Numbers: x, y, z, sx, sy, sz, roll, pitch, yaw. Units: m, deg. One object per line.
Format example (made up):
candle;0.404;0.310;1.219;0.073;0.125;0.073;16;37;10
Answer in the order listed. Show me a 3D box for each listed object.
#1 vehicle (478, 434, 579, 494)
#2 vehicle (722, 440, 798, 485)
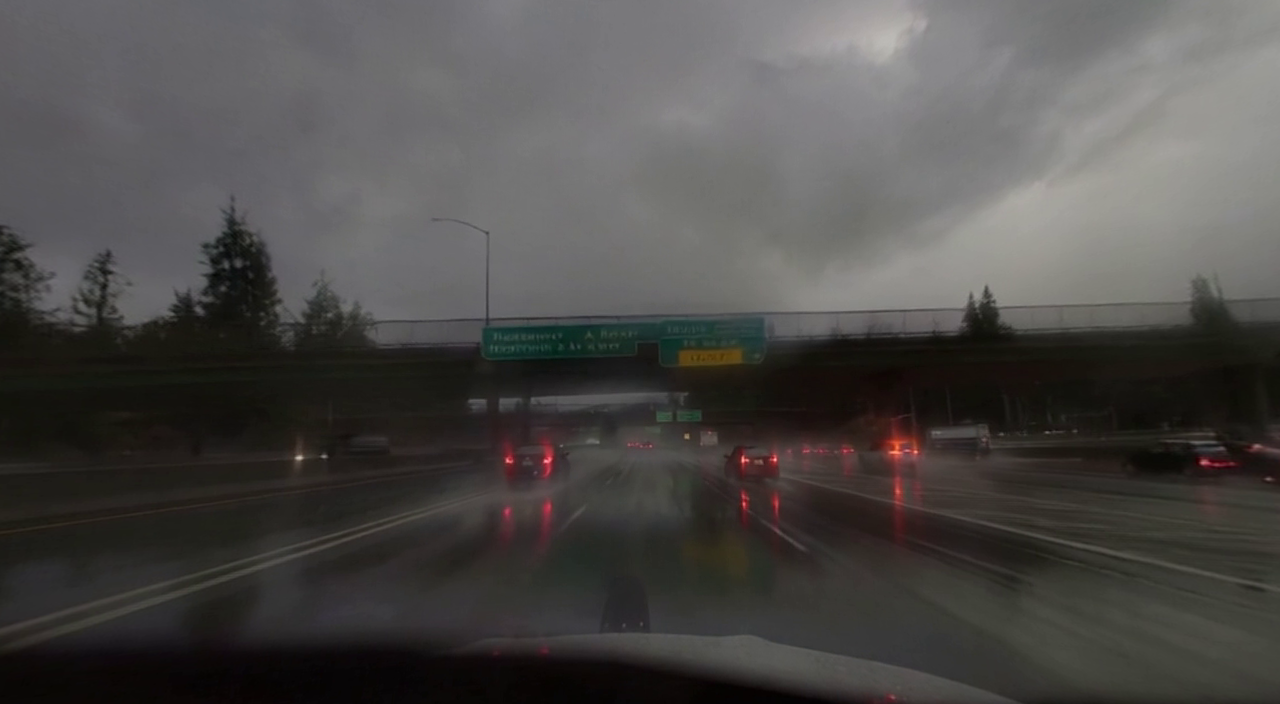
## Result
vehicle;-3.467;3.603;20.739;2.259;1.706;4.924;0;-8;2
vehicle;4.264;3.995;23.111;1.908;1.483;4.259;0;-8;-1
